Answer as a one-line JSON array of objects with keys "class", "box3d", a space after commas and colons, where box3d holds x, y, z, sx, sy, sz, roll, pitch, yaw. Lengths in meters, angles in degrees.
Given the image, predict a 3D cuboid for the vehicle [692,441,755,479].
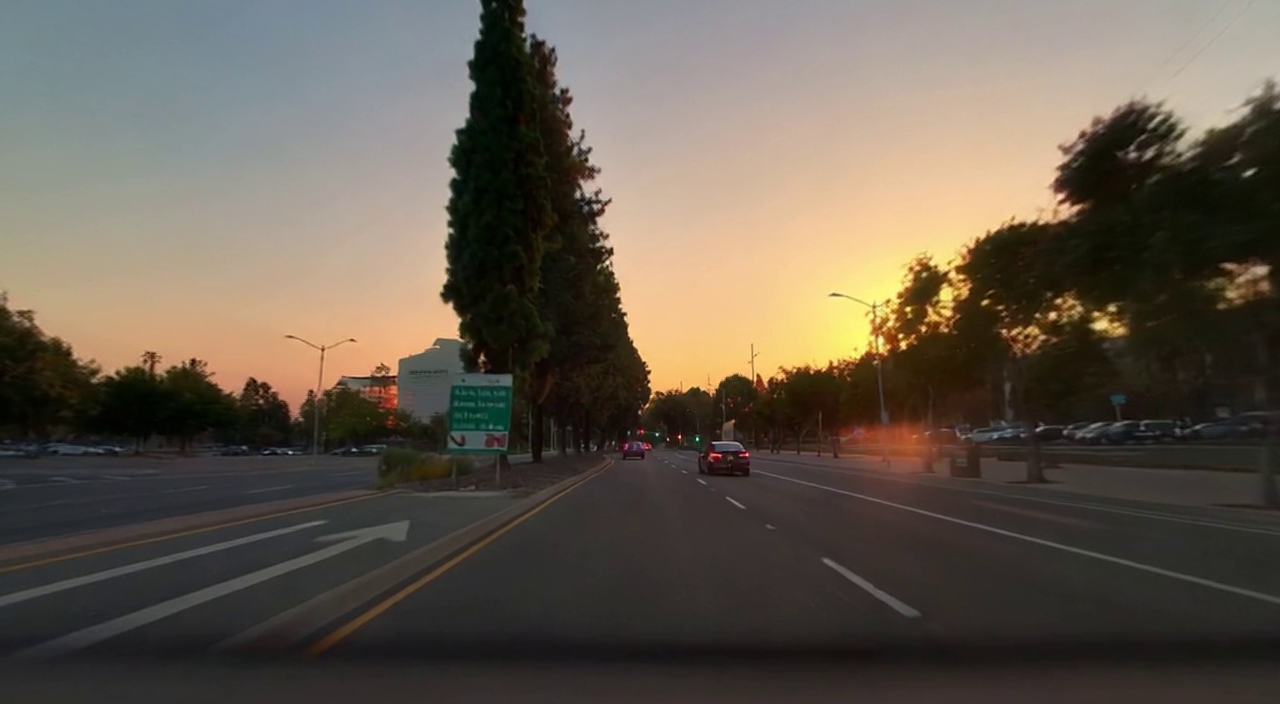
[{"class": "vehicle", "box3d": [3.476, 4.577, 27.062, 1.948, 1.479, 4.620, 1, -8, -2]}]
